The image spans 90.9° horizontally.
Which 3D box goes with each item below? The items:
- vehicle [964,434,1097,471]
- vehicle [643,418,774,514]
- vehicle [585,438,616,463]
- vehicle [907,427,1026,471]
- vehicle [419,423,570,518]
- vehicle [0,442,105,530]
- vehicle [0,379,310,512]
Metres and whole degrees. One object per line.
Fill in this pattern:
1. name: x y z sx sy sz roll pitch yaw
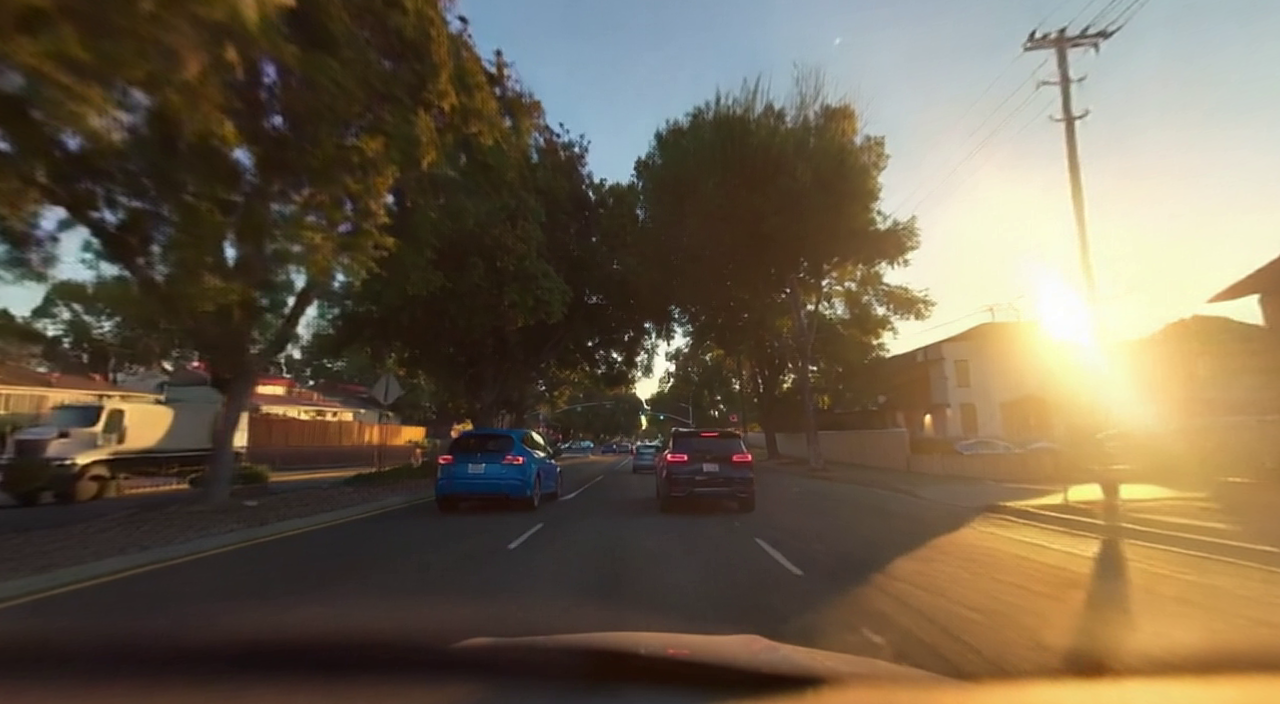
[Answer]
1. vehicle: 19.222 4.966 31.339 2.320 1.592 5.103 2 -8 -24
2. vehicle: 1.285 2.454 13.940 2.280 1.747 4.361 0 -9 -2
3. vehicle: -2.909 7.393 47.190 2.014 1.755 4.360 0 -9 1
4. vehicle: 15.966 4.720 31.135 2.032 1.877 4.876 1 -7 -25
5. vehicle: -2.882 2.494 13.735 2.043 1.687 4.676 -1 -9 2
6. vehicle: -11.928 2.259 10.516 1.923 1.490 4.501 -1 -9 2
7. vehicle: -15.077 3.055 20.524 2.901 3.276 9.720 -1 -9 4
